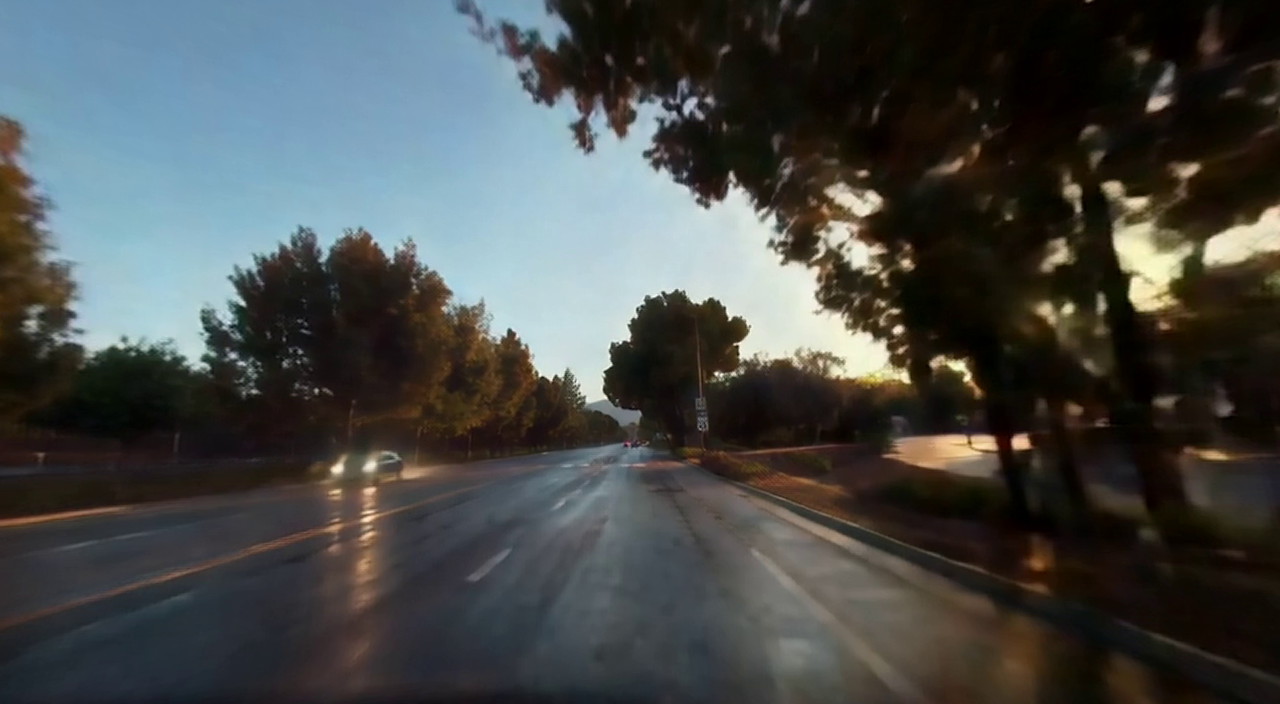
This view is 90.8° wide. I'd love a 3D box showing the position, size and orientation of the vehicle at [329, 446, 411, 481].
[{"bbox_3d":[-13.271,5.487,31.365,2.078,1.573,4.533,0,-8,0],"label":"vehicle"}]
